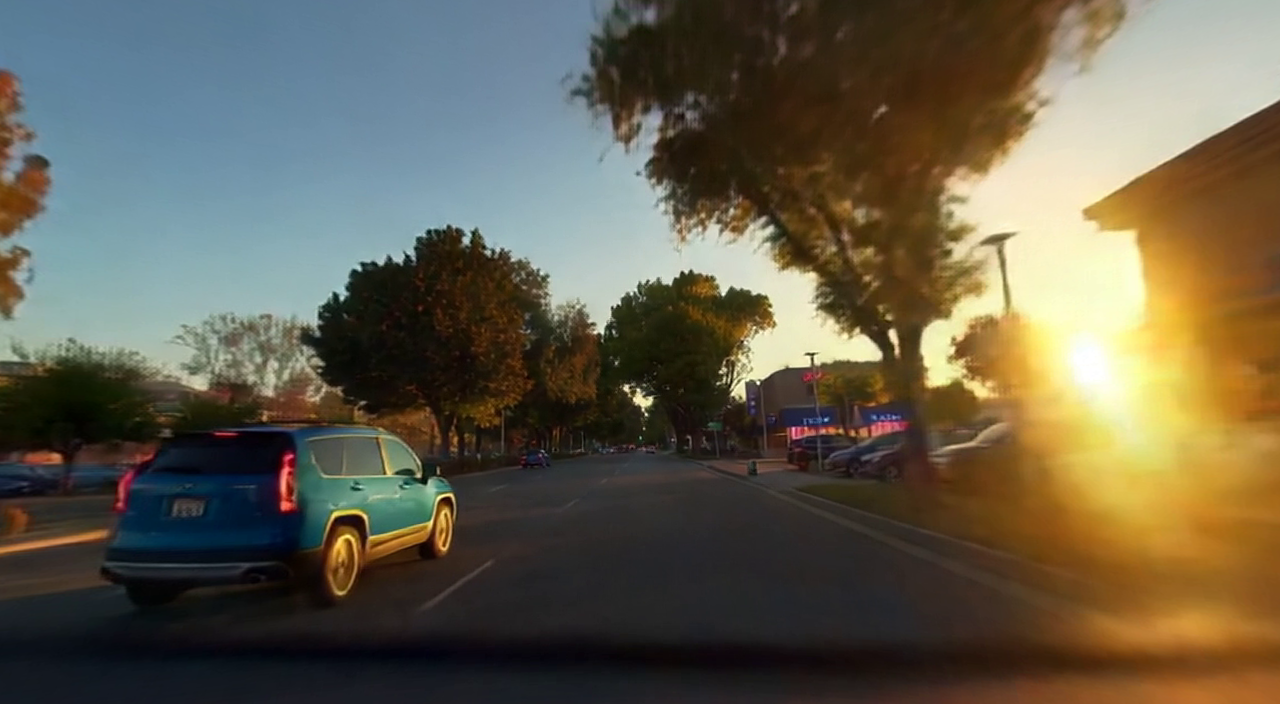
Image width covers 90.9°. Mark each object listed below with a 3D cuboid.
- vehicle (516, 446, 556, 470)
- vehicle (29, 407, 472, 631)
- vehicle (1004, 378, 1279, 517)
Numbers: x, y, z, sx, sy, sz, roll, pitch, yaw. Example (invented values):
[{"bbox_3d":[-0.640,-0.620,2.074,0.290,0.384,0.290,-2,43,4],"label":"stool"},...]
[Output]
[{"bbox_3d":[-7.093,7.288,43.562,1.990,1.483,4.410,0,-8,0],"label":"vehicle"},{"bbox_3d":[-3.468,1.553,6.838,2.127,1.654,4.121,0,-8,0],"label":"vehicle"},{"bbox_3d":[9.091,1.489,10.238,4.953,1.853,2.245,-7,-9,18],"label":"vehicle"}]
